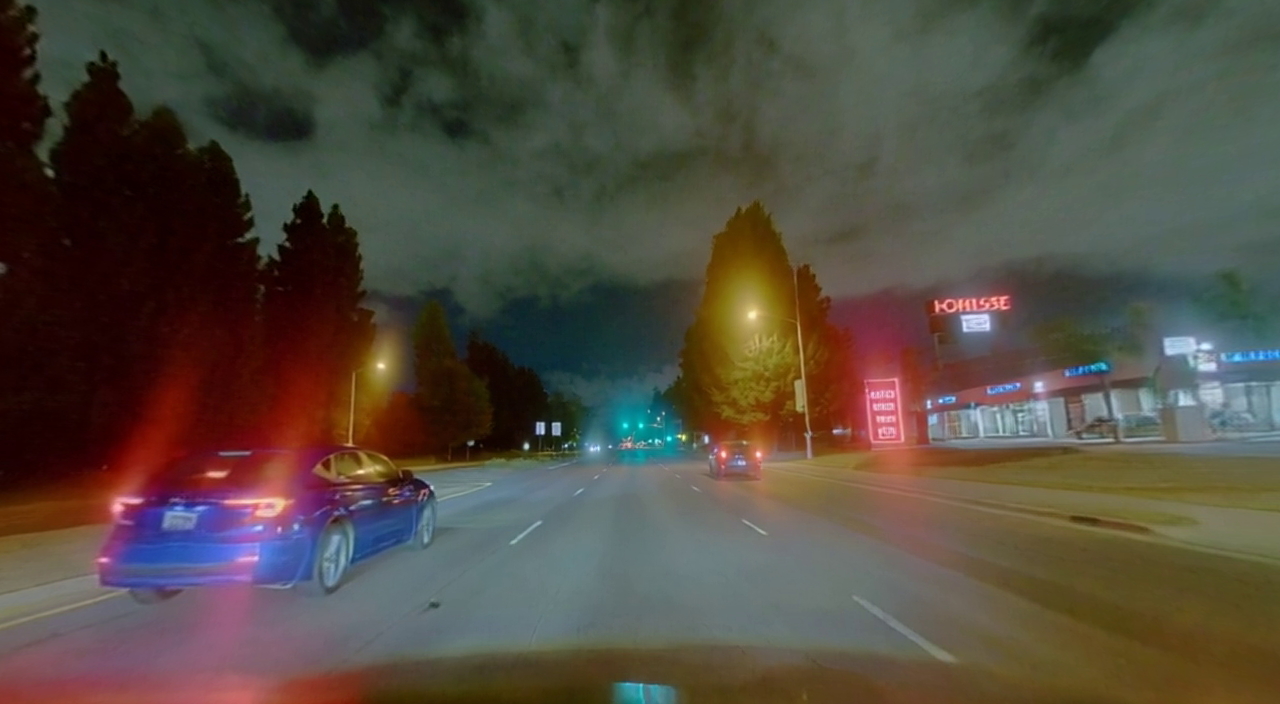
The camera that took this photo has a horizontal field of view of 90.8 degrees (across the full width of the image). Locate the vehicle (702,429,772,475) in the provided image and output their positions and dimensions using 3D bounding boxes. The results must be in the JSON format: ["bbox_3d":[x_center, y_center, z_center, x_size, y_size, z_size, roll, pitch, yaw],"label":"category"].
[{"bbox_3d":[4.552,4.828,30.788,2.476,2.016,5.586,0,-8,0],"label":"vehicle"}]

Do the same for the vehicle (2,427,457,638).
[{"bbox_3d":[-3.550,1.601,6.708,2.017,1.470,4.293,0,-8,-1],"label":"vehicle"}]
